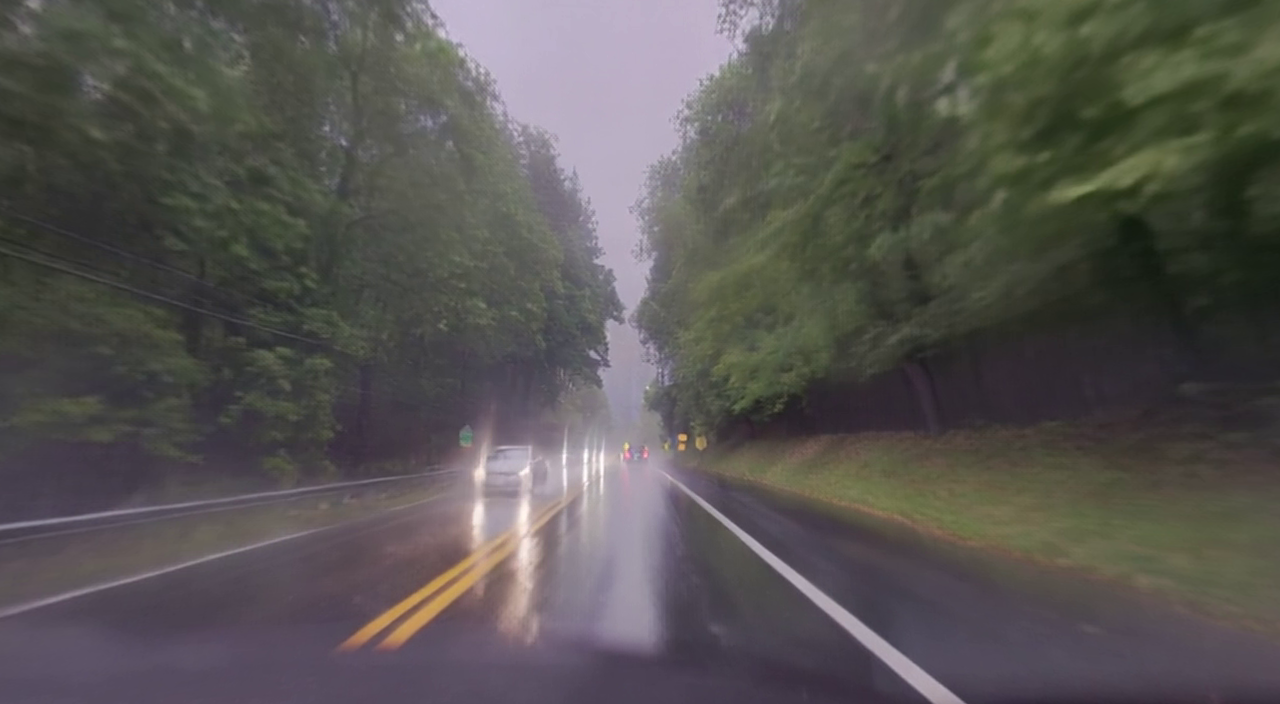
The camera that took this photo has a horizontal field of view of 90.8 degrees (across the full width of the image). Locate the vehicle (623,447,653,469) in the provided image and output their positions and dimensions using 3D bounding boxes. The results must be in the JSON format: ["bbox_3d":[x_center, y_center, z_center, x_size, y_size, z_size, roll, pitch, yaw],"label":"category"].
[{"bbox_3d":[-0.171,7.649,45.620,2.067,1.486,3.861,0,-9,-1],"label":"vehicle"}]

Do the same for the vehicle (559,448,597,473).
[{"bbox_3d":[-3.877,6.862,40.325,1.981,1.486,4.348,0,-9,0],"label":"vehicle"}]

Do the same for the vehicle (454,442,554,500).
[{"bbox_3d":[-3.894,3.479,18.899,1.987,1.526,4.205,0,-9,1],"label":"vehicle"}]
